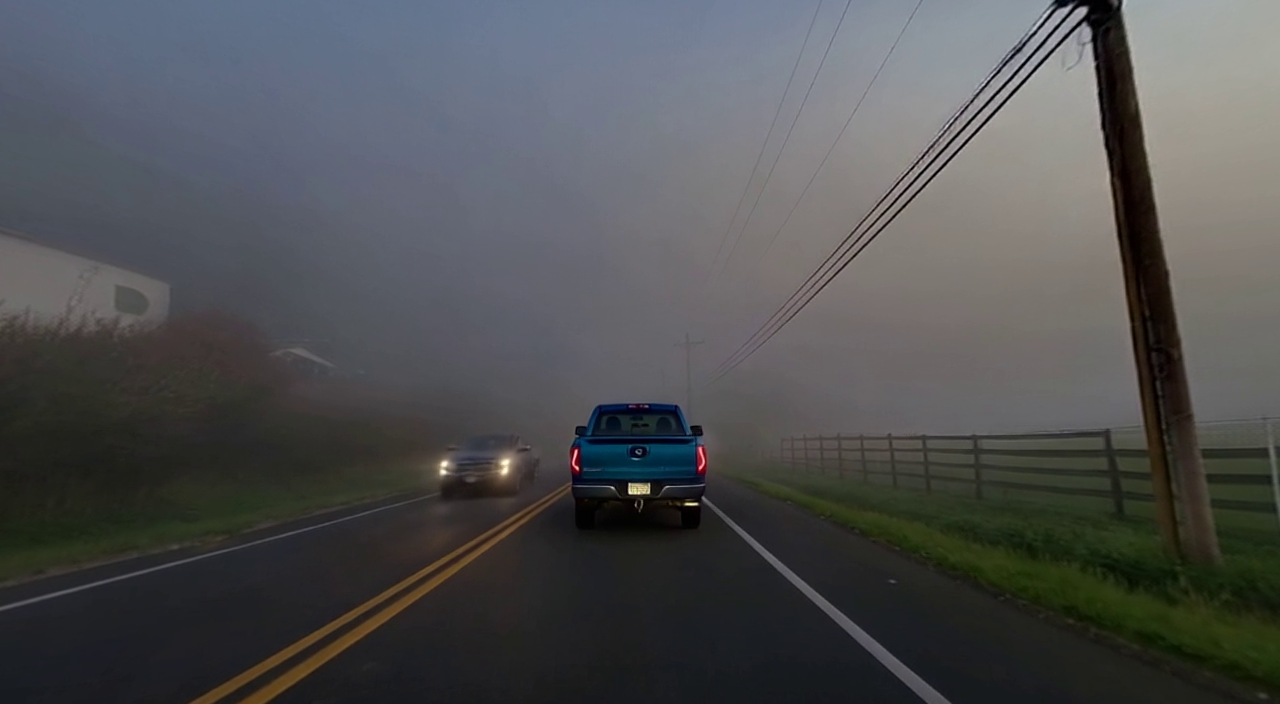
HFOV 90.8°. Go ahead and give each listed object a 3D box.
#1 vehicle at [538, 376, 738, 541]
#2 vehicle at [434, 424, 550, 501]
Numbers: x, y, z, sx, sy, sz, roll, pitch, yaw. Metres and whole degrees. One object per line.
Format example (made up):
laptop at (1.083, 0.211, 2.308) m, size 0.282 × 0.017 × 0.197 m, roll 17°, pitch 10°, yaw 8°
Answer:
vehicle at (-0.080, 1.870, 11.587) m, size 2.693 × 2.223 × 5.885 m, roll 0°, pitch -8°, yaw -1°
vehicle at (-3.886, 3.013, 17.565) m, size 2.072 × 1.819 × 4.707 m, roll 0°, pitch -8°, yaw 0°
